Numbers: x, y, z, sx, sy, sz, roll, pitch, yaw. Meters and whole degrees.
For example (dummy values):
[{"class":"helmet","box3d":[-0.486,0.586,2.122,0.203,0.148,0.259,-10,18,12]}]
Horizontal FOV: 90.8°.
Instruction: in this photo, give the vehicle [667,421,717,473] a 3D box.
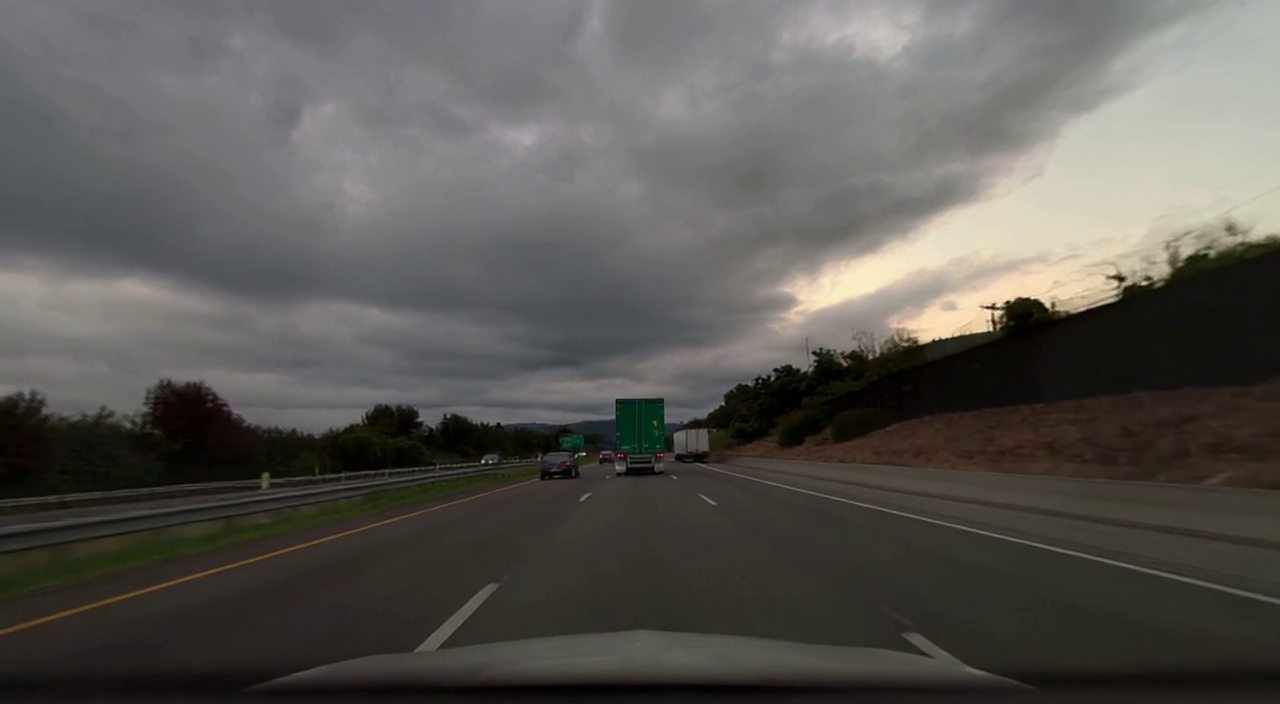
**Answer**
[{"class":"vehicle","box3d":[3.815,7.472,49.521,2.854,3.537,12.540,0,-9,0]}]

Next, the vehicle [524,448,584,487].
[{"class":"vehicle","box3d":[-3.564,4.858,26.872,2.050,1.517,3.996,0,-9,0]}]

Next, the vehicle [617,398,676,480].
[{"class":"vehicle","box3d":[0.242,5.178,36.976,2.932,4.042,11.054,0,-9,-1]}]
